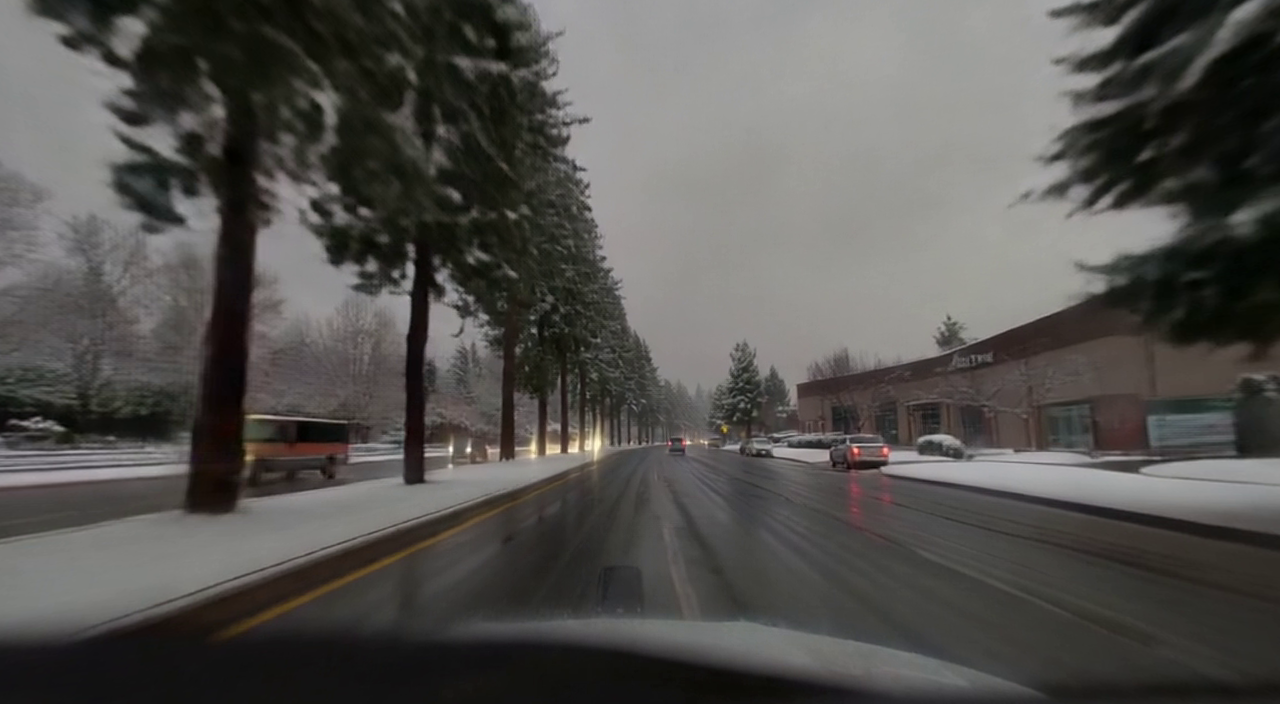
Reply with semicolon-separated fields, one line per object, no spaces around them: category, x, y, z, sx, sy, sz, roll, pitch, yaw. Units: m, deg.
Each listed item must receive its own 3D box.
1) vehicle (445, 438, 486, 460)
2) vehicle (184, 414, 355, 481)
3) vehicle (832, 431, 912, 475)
vehicle;-13.017;7.258;47.368;1.802;1.535;4.031;0;-9;1
vehicle;-14.516;3.855;25.569;2.626;2.310;6.781;0;-8;2
vehicle;11.232;4.943;31.008;2.264;1.958;5.135;-1;-9;4
